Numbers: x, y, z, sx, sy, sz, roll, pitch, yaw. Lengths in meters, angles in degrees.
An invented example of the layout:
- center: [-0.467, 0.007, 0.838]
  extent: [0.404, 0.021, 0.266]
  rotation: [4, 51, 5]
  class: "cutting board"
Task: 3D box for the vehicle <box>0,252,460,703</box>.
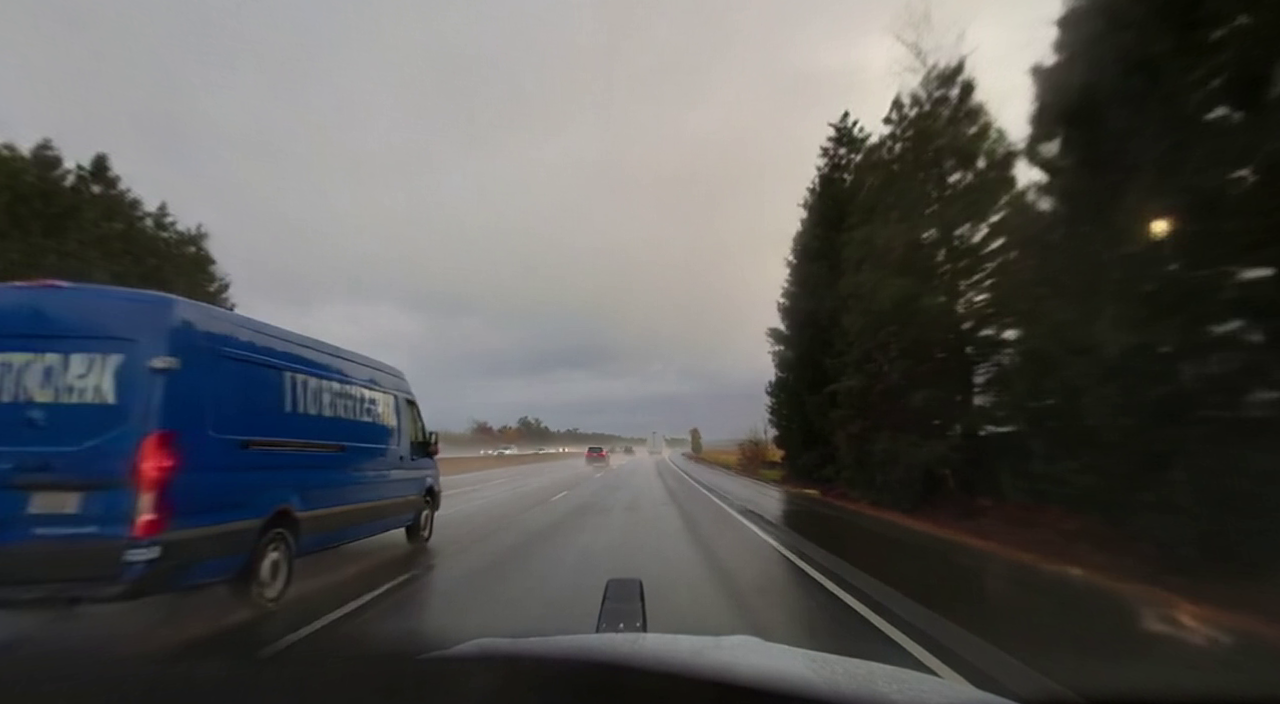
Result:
- center: [-3.627, 1.040, 5.712]
  extent: [2.360, 2.367, 5.223]
  rotation: [0, -8, 1]
  class: "vehicle"
